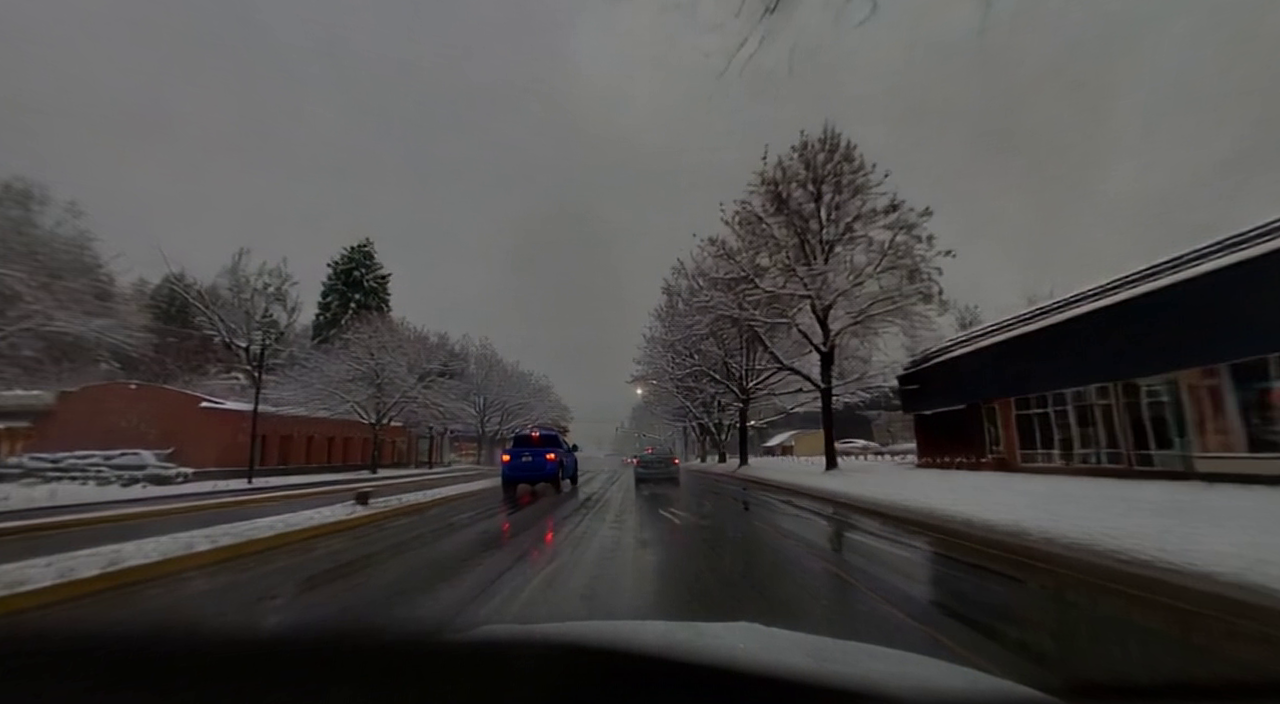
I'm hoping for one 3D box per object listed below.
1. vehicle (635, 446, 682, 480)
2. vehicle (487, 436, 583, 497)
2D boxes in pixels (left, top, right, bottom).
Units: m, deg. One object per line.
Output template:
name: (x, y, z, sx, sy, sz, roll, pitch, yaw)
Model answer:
vehicle: (0.801, 5.282, 30.336, 2.103, 1.487, 4.101, 0, -9, 0)
vehicle: (-3.320, 3.769, 21.212, 2.464, 1.777, 5.128, 0, -9, -2)
